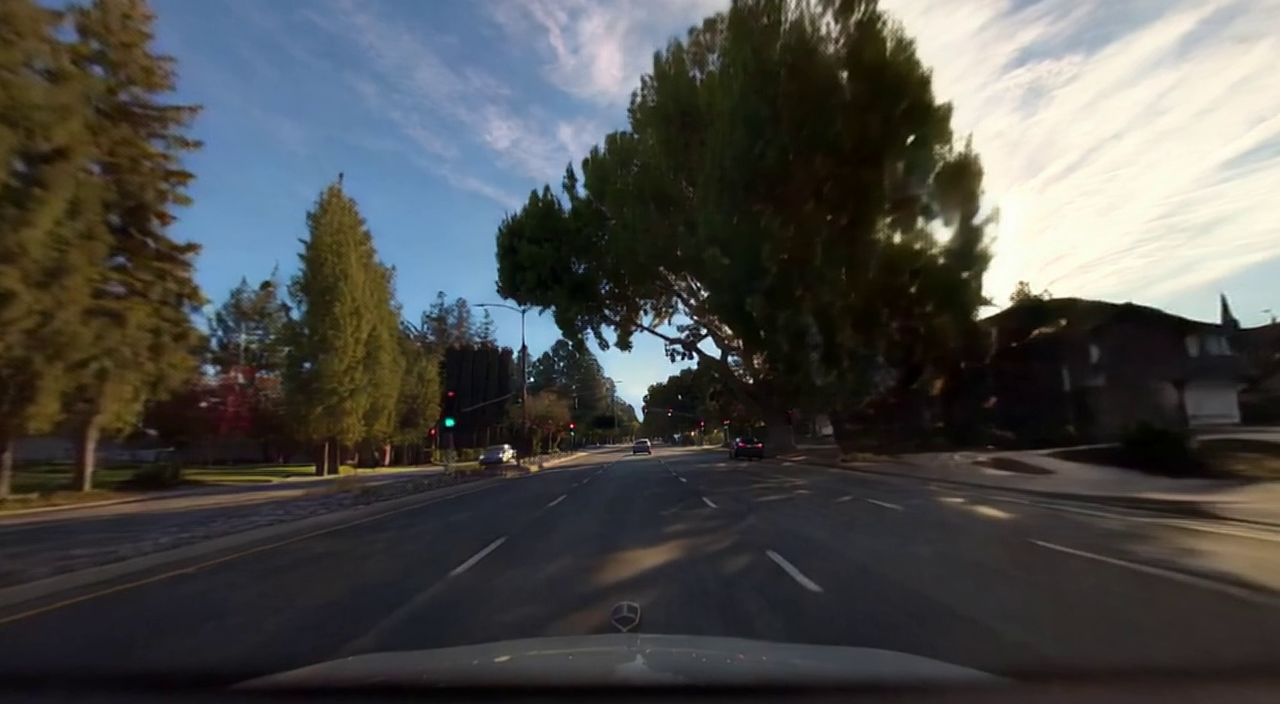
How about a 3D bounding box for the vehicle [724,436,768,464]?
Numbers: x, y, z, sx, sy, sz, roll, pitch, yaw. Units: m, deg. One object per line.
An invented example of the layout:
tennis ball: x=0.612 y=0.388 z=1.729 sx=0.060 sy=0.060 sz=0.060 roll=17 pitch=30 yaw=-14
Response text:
vehicle: x=6.753 y=6.324 z=40.746 sx=2.011 sy=1.710 sz=4.357 roll=0 pitch=-9 yaw=-2
